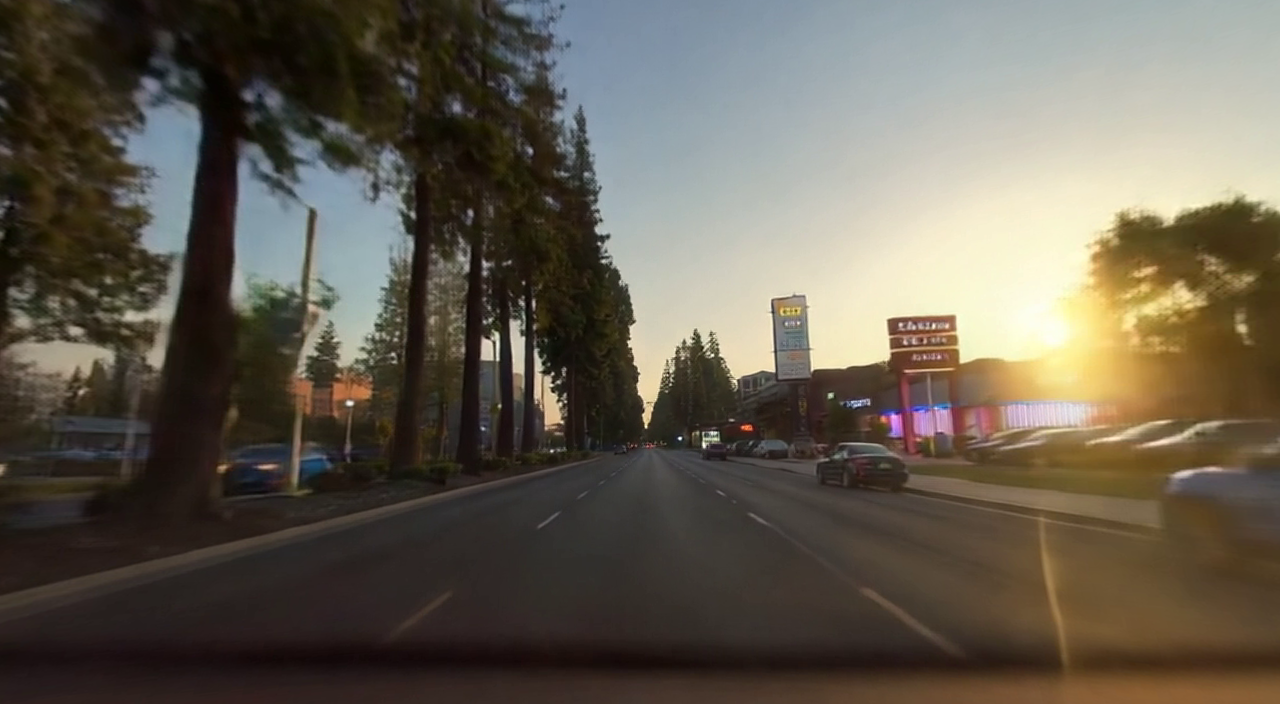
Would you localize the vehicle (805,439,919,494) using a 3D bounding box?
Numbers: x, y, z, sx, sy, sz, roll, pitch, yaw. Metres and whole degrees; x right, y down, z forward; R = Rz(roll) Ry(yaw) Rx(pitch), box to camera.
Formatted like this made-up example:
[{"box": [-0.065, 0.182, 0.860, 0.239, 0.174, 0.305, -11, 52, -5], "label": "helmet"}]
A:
[{"box": [7.235, 3.777, 21.184, 2.122, 1.602, 4.928, 0, -8, 1], "label": "vehicle"}]

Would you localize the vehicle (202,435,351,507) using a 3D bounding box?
[{"box": [-12.185, 3.980, 21.633, 2.157, 2.139, 4.800, 0, -8, 0], "label": "vehicle"}]

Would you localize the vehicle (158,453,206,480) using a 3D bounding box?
[{"box": [-34.012, 8.496, 46.776, 2.077, 1.851, 4.582, 7, -13, -44], "label": "vehicle"}]

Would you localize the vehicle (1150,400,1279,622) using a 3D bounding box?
[{"box": [7.068, 1.317, 4.774, 2.157, 2.057, 4.994, 0, -8, 0], "label": "vehicle"}]

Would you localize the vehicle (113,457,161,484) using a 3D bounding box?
[{"box": [-35.662, 8.332, 44.627, 4.285, 1.747, 2.044, -8, -12, 44], "label": "vehicle"}]
